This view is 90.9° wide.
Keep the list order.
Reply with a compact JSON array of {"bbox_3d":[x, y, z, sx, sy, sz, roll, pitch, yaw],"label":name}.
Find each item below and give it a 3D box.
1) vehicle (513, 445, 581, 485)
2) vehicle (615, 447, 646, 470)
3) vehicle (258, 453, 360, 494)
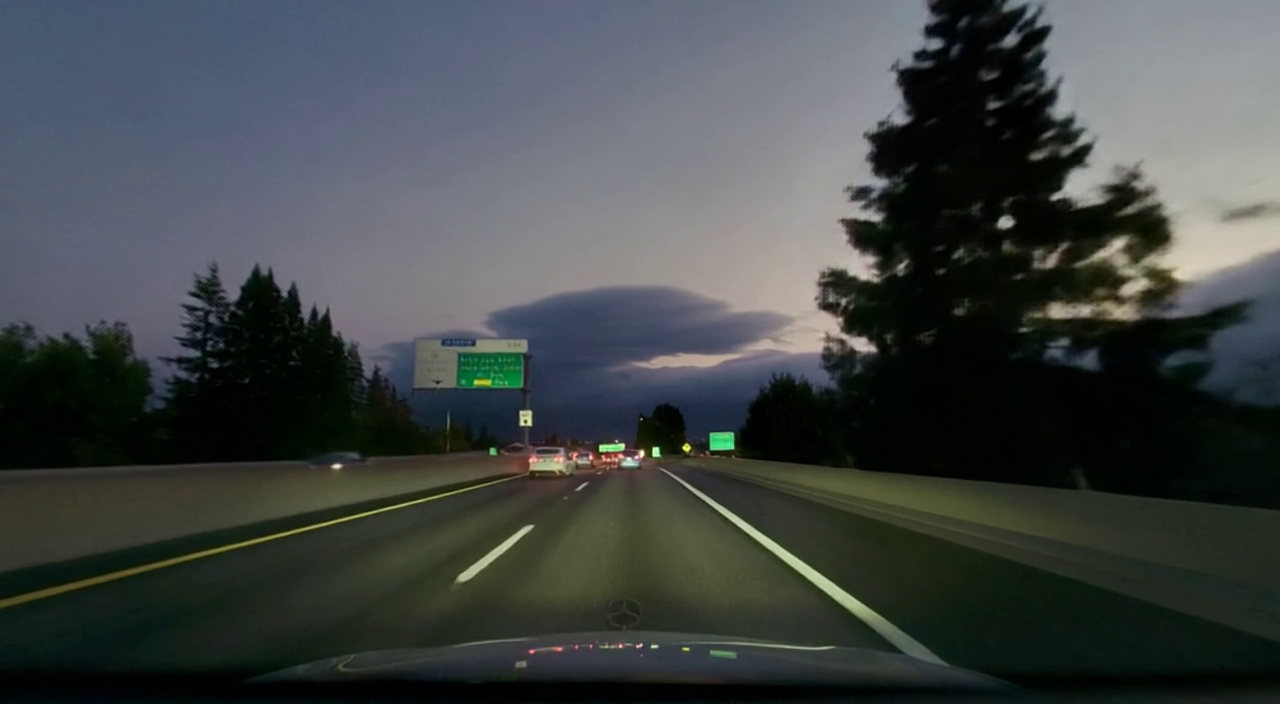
[{"bbox_3d":[-3.744,4.625,26.261,2.067,1.509,4.551,0,-8,1],"label":"vehicle"},{"bbox_3d":[-0.711,7.537,44.809,2.100,1.471,3.956,0,-8,-1],"label":"vehicle"},{"bbox_3d":[-13.550,4.958,26.132,1.939,1.475,4.365,0,-8,-1],"label":"vehicle"}]
